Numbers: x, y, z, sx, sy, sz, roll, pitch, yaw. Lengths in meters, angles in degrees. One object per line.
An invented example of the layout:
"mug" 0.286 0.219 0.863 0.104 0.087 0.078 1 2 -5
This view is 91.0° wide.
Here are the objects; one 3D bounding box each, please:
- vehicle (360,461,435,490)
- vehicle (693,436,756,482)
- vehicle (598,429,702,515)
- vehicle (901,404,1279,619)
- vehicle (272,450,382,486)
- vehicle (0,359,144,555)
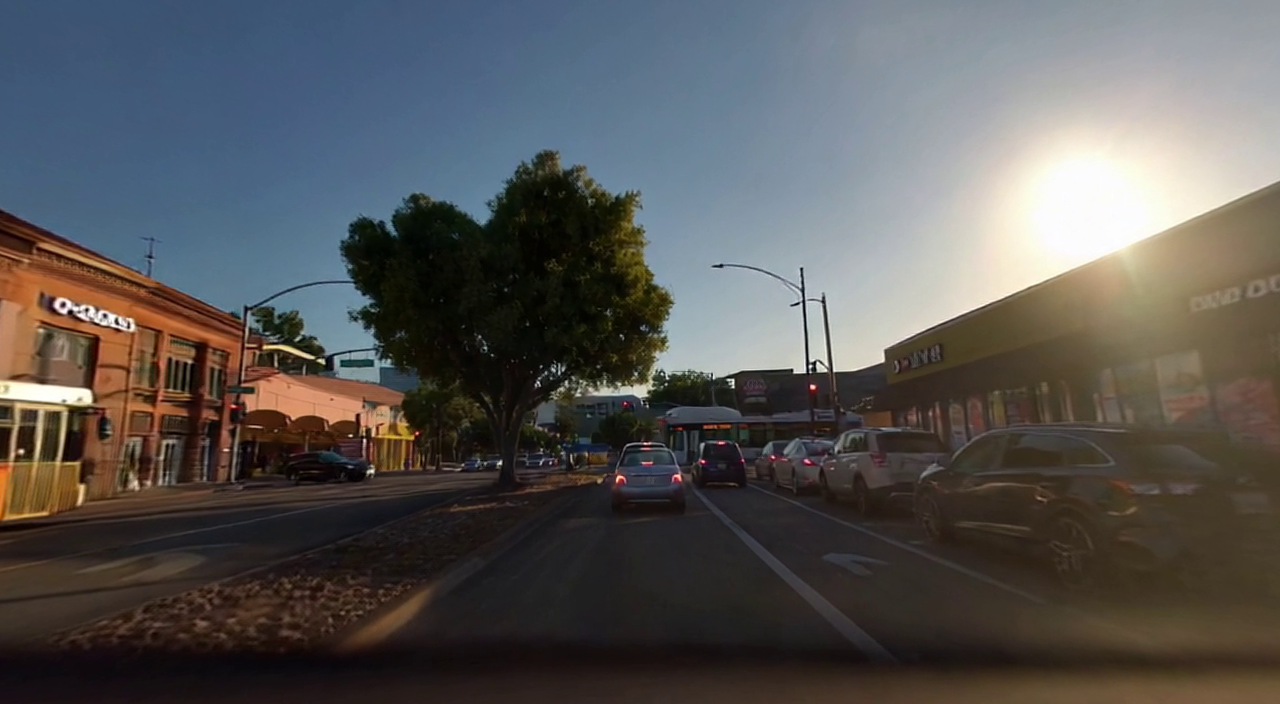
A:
"vehicle" -15.970 8.147 41.539 4.242 1.537 1.810 -7 -13 10
"vehicle" 3.315 4.295 25.451 2.222 1.688 3.952 0 -9 3
"vehicle" 0.175 2.784 15.084 2.089 1.699 4.650 1 -9 -1
"vehicle" 4.960 1.594 7.213 2.014 1.681 4.332 0 -9 -1
"vehicle" -16.844 6.193 33.950 5.016 1.792 2.250 -2 -9 18
"vehicle" -12.889 1.294 7.723 3.356 3.365 12.460 -2 -10 1
